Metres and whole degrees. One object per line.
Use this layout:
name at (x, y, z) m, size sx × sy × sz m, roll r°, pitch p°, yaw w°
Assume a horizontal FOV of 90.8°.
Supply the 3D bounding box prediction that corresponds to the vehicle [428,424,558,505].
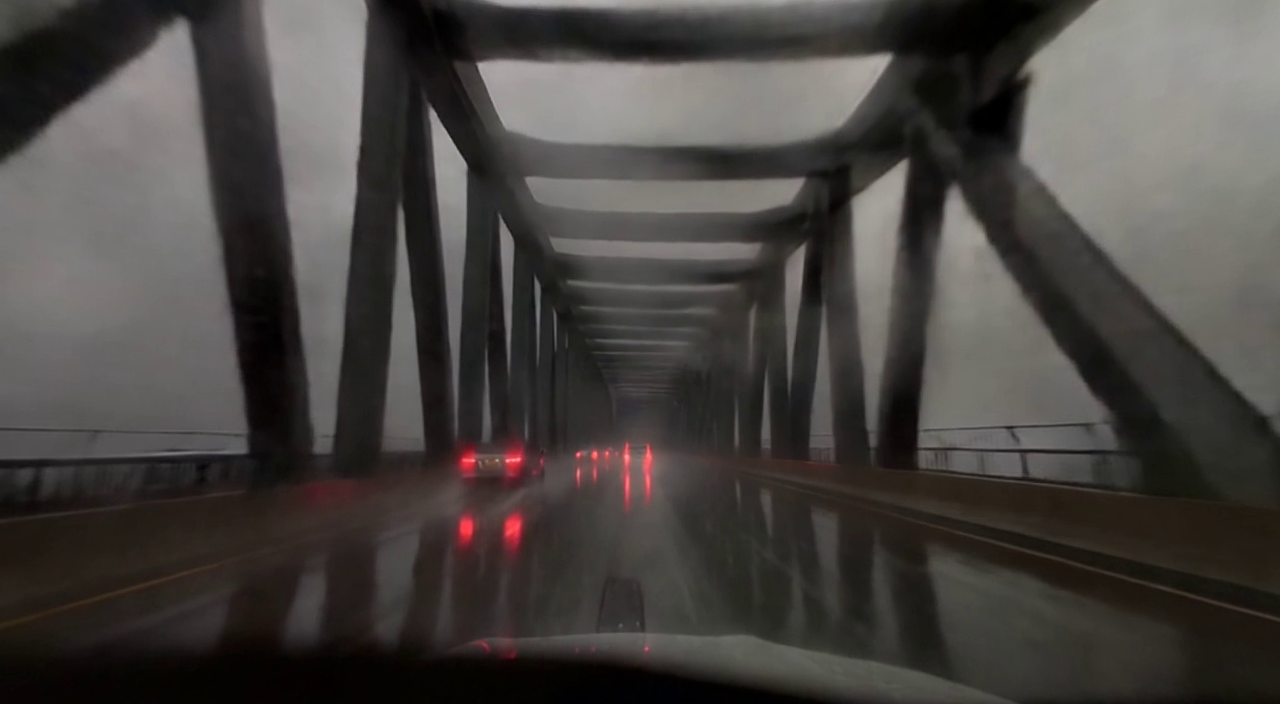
vehicle at (-3.620, 2.888, 16.633) m, size 2.190 × 1.807 × 4.741 m, roll -1°, pitch -8°, yaw 1°

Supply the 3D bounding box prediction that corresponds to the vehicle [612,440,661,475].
vehicle at (-0.157, 4.765, 28.699) m, size 2.048 × 1.450 × 3.973 m, roll 0°, pitch -8°, yaw 0°
